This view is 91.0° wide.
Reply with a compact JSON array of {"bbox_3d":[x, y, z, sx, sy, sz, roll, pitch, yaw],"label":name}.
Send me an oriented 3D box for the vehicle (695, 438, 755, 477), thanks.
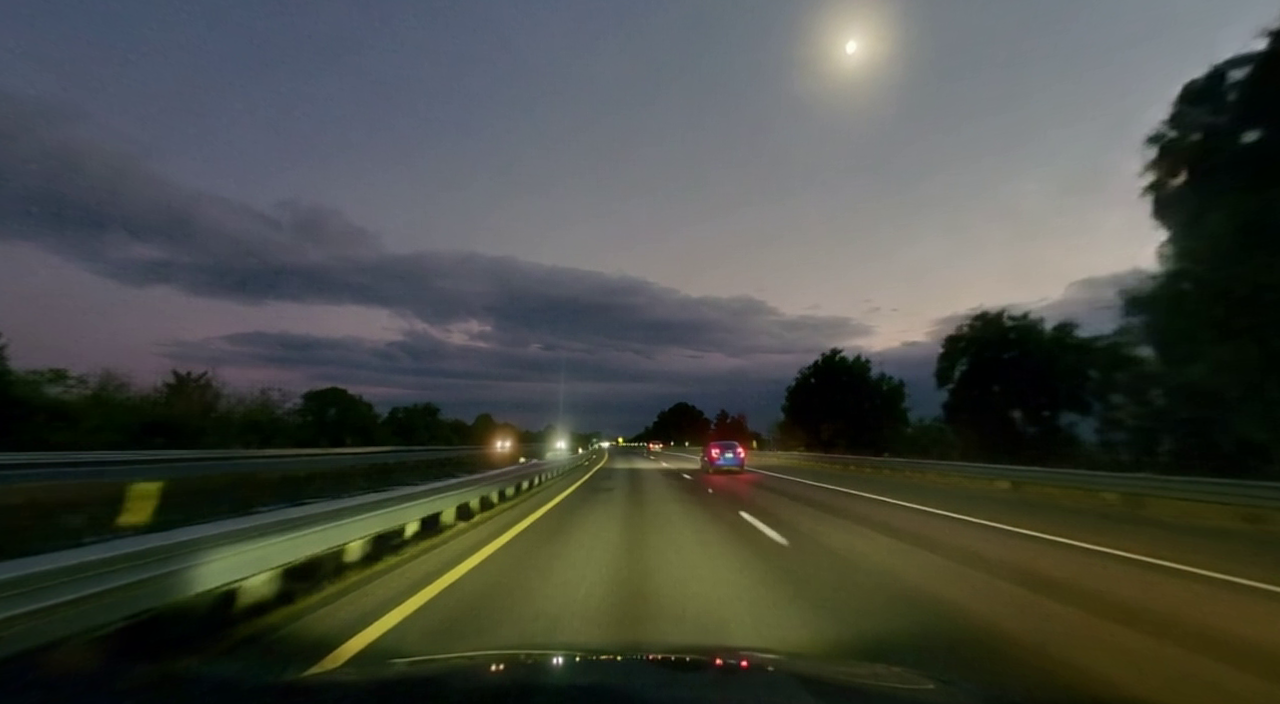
[{"bbox_3d":[3.555,4.472,26.944,1.945,1.538,3.729,0,-8,-1],"label":"vehicle"}]
